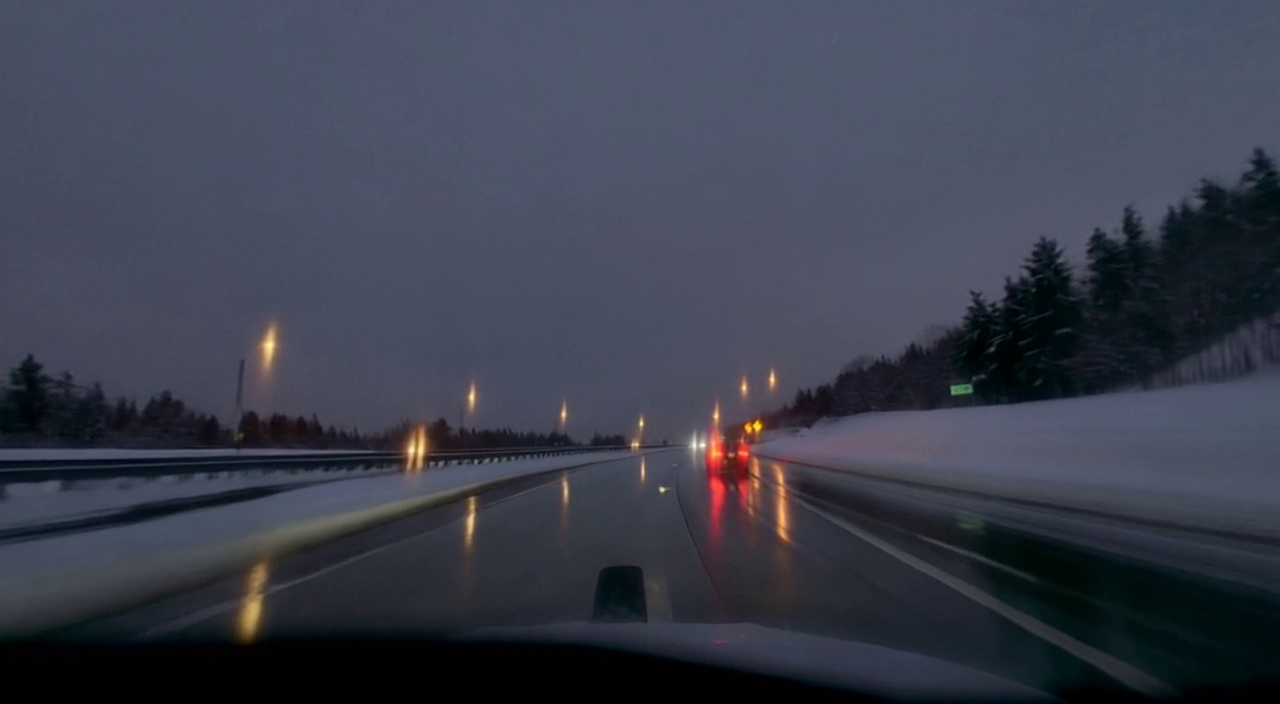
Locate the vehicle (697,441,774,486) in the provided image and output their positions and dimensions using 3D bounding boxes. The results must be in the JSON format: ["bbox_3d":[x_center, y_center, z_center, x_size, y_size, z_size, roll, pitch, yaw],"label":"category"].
[{"bbox_3d":[3.239,3.870,22.186,2.124,1.405,4.398,0,-8,1],"label":"vehicle"}]
